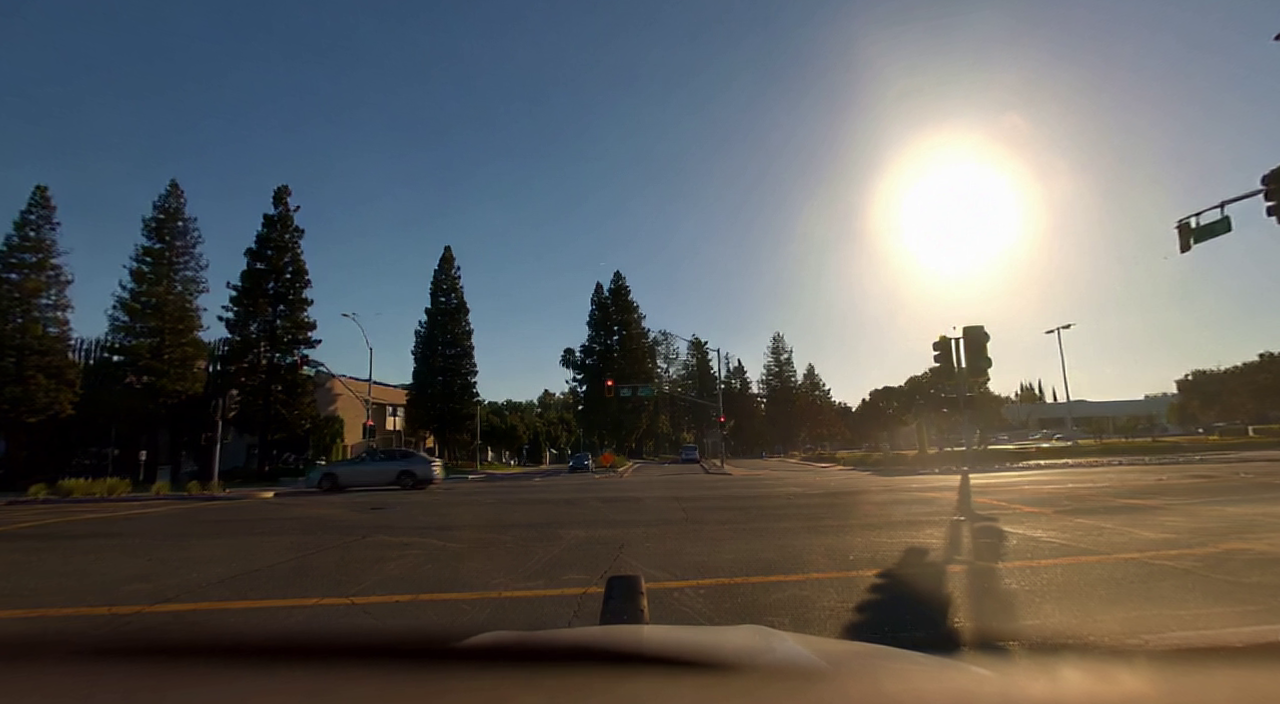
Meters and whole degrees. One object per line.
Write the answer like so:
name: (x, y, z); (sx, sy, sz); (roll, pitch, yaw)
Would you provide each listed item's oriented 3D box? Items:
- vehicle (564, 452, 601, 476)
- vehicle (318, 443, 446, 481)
vehicle: (-4.475, 8.834, 49.824); (2.030, 1.704, 4.205); (-1, -8, 7)
vehicle: (-13.586, 5.809, 33.423); (5.762, 1.886, 2.241); (0, -8, 2)
